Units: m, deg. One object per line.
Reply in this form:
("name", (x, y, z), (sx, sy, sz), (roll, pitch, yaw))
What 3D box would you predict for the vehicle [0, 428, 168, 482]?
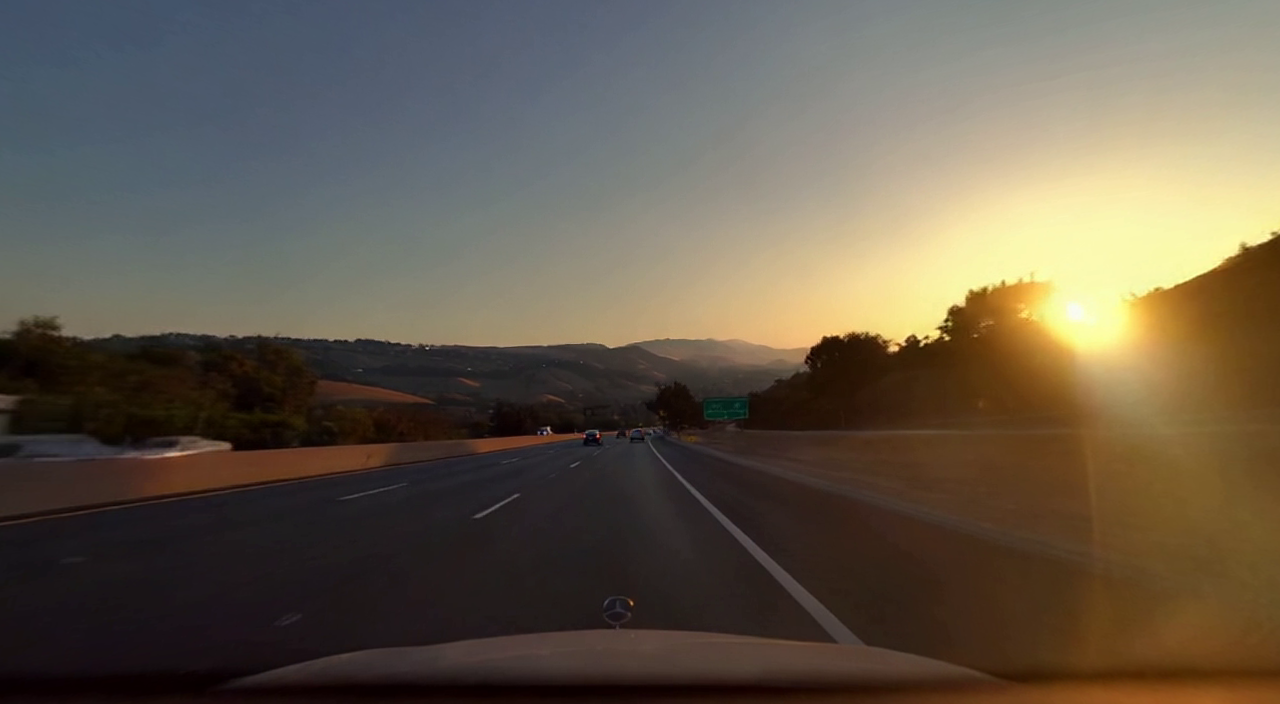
("vehicle", (-19.699, 3.616, 22.525), (1.953, 1.697, 4.661), (0, -8, -1))
